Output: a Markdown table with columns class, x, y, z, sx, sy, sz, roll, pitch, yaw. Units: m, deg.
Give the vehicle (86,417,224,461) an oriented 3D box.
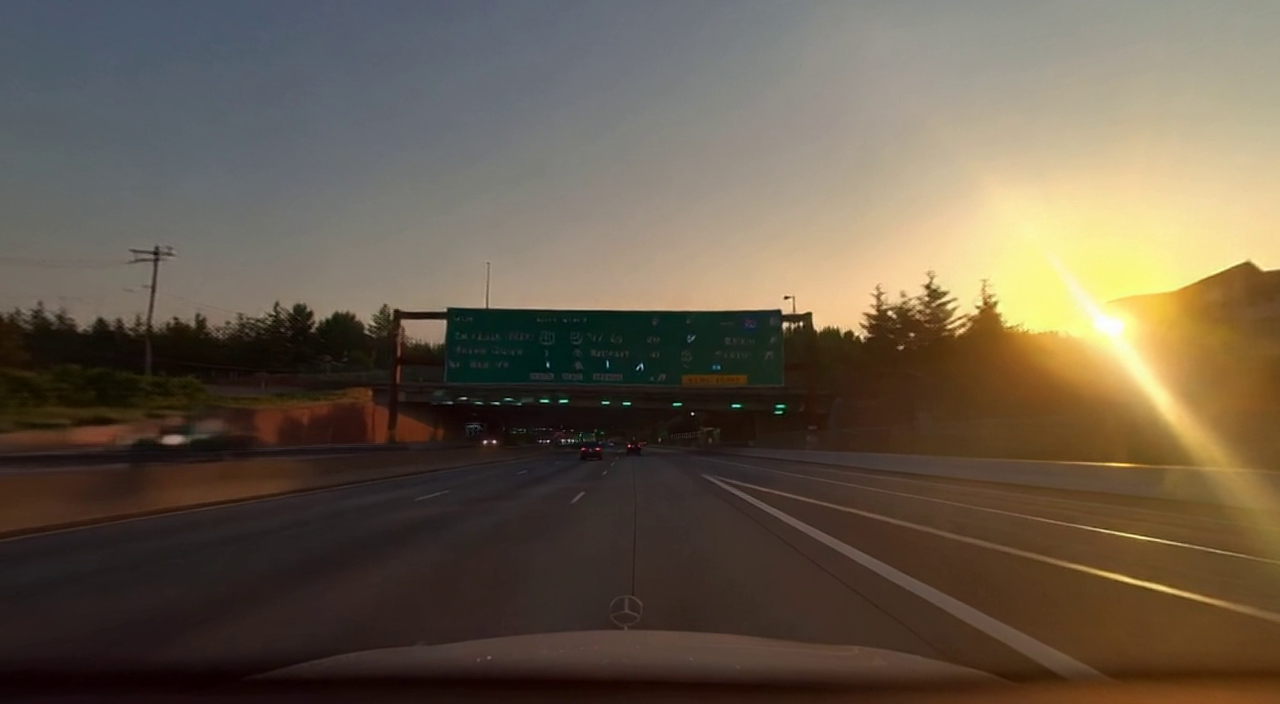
| class | x | y | z | sx | sy | sz | roll | pitch | yaw |
| --- | --- | --- | --- | --- | --- | --- | --- | --- | --- |
| vehicle | -18.366 | 3.352 | 24.147 | 1.856 | 1.538 | 4.326 | 0 | -8 | 0 |
